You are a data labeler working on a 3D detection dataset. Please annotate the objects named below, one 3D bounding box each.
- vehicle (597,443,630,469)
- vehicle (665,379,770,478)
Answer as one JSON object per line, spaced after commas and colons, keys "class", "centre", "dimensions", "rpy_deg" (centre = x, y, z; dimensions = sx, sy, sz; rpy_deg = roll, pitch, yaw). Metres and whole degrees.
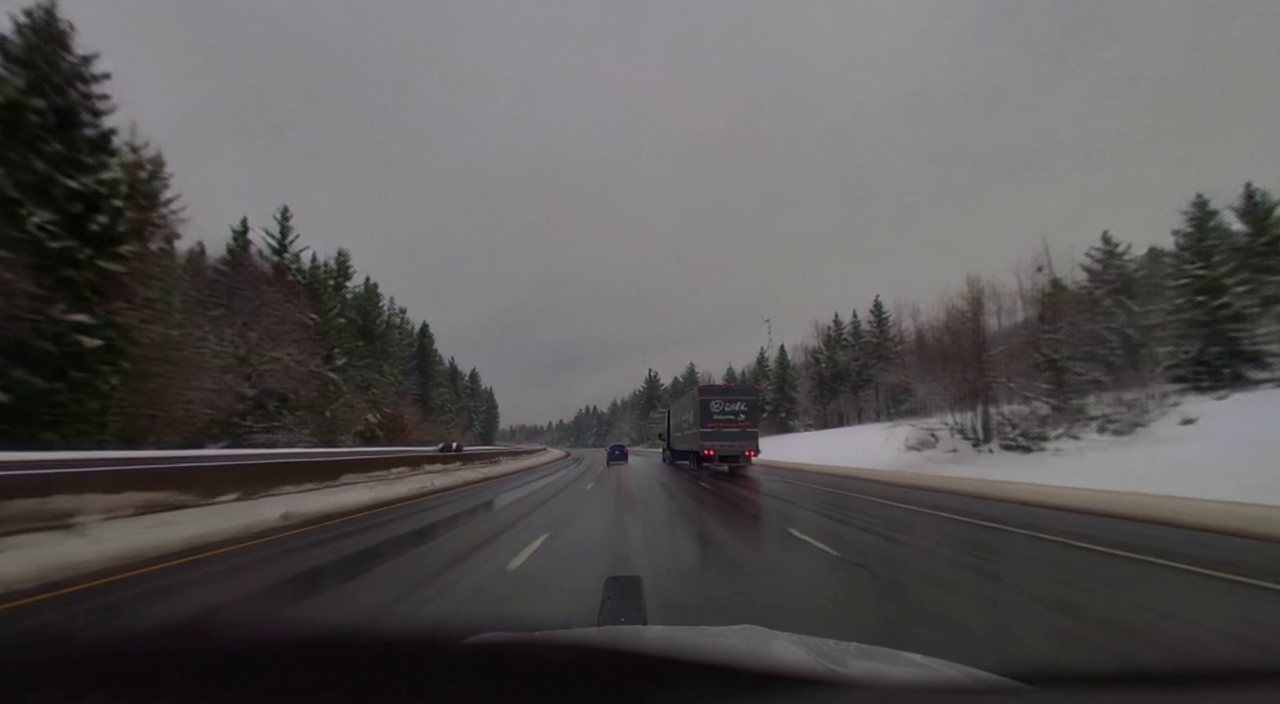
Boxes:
{"class": "vehicle", "centre": [-1.589, 6.292, 38.124], "dimensions": [1.913, 1.460, 3.610], "rpy_deg": [0, -9, -2]}
{"class": "vehicle", "centre": [3.428, 4.165, 32.797], "dimensions": [2.951, 4.012, 14.203], "rpy_deg": [0, -9, -3]}
